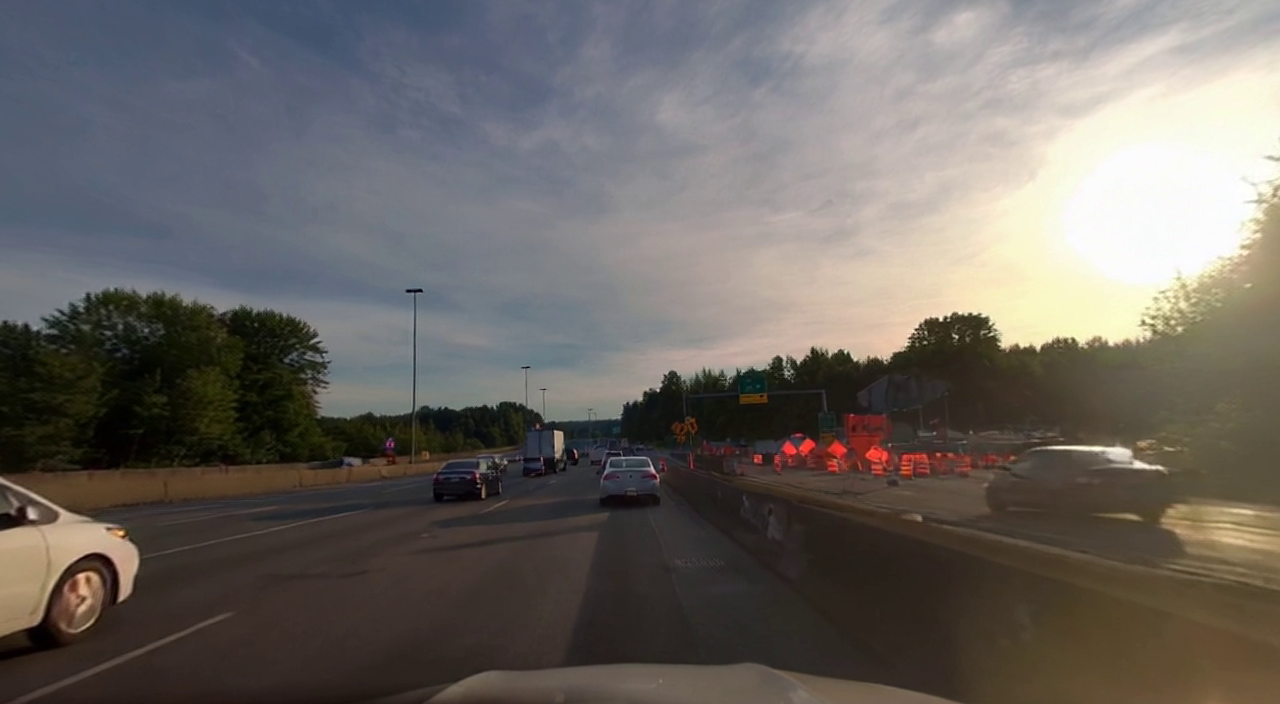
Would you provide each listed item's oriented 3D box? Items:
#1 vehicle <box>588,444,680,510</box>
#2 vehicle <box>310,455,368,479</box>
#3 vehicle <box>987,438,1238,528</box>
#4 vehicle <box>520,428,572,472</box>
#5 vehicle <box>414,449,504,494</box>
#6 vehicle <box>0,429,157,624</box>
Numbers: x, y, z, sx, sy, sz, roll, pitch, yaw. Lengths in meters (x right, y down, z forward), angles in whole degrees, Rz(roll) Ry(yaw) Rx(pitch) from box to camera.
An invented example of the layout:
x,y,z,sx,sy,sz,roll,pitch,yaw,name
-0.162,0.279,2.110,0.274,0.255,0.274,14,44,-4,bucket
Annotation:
x,y,z,sx,sy,sz,roll,pitch,yaw,name
-0.193,3.113,16.075,2.080,1.451,3.512,0,-9,-2,vehicle
-19.396,7.398,40.673,1.815,1.416,4.035,0,-9,-2,vehicle
8.921,2.463,12.363,1.871,1.460,3.754,0,-9,-3,vehicle
-6.127,6.486,41.771,2.326,2.645,6.249,-1,-9,2,vehicle
-6.292,4.165,22.332,2.063,1.417,4.000,0,-9,-1,vehicle
-5.847,1.232,4.077,1.892,1.481,4.573,0,-9,-2,vehicle
